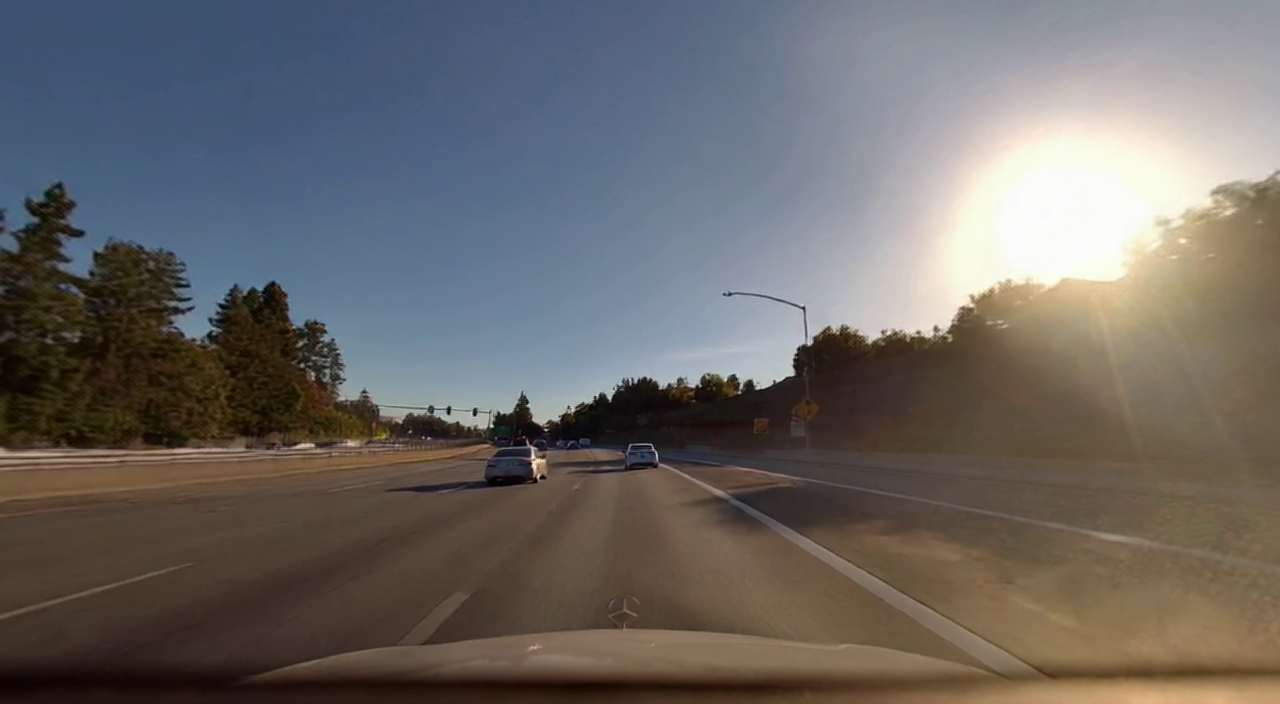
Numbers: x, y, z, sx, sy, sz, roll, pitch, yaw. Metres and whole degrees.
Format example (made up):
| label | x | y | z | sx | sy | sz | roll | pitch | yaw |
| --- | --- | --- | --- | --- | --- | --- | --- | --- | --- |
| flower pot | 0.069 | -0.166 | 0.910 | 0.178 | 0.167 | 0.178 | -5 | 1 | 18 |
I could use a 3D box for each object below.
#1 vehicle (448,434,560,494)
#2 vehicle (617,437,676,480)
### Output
| label | x | y | z | sx | sy | sz | roll | pitch | yaw |
| --- | --- | --- | --- | --- | --- | --- | --- | --- | --- |
| vehicle | -3.842 | 3.275 | 18.846 | 2.246 | 1.519 | 4.980 | 0 | -9 | 0 |
| vehicle | 0.157 | 3.991 | 23.801 | 2.051 | 1.444 | 3.927 | 0 | -9 | -2 |
